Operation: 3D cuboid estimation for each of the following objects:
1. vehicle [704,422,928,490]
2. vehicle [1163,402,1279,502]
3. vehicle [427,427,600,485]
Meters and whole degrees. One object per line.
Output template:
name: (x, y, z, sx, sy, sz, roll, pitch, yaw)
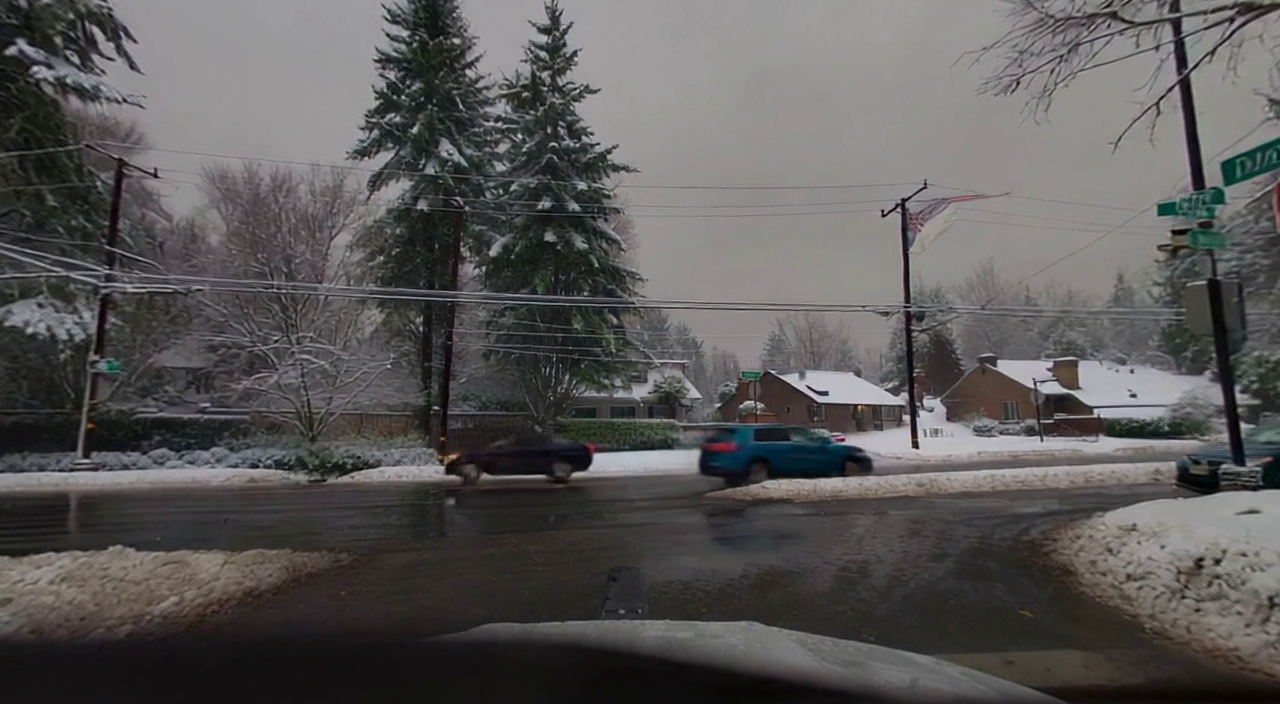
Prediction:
vehicle: (4.243, 2.488, 15.377, 4.990, 1.454, 1.875, 2, -9, -17)
vehicle: (12.793, 1.862, 11.941, 4.208, 1.685, 2.014, 1, -8, -8)
vehicle: (-3.599, 2.922, 17.936, 4.548, 1.469, 1.864, 3, -9, -20)
